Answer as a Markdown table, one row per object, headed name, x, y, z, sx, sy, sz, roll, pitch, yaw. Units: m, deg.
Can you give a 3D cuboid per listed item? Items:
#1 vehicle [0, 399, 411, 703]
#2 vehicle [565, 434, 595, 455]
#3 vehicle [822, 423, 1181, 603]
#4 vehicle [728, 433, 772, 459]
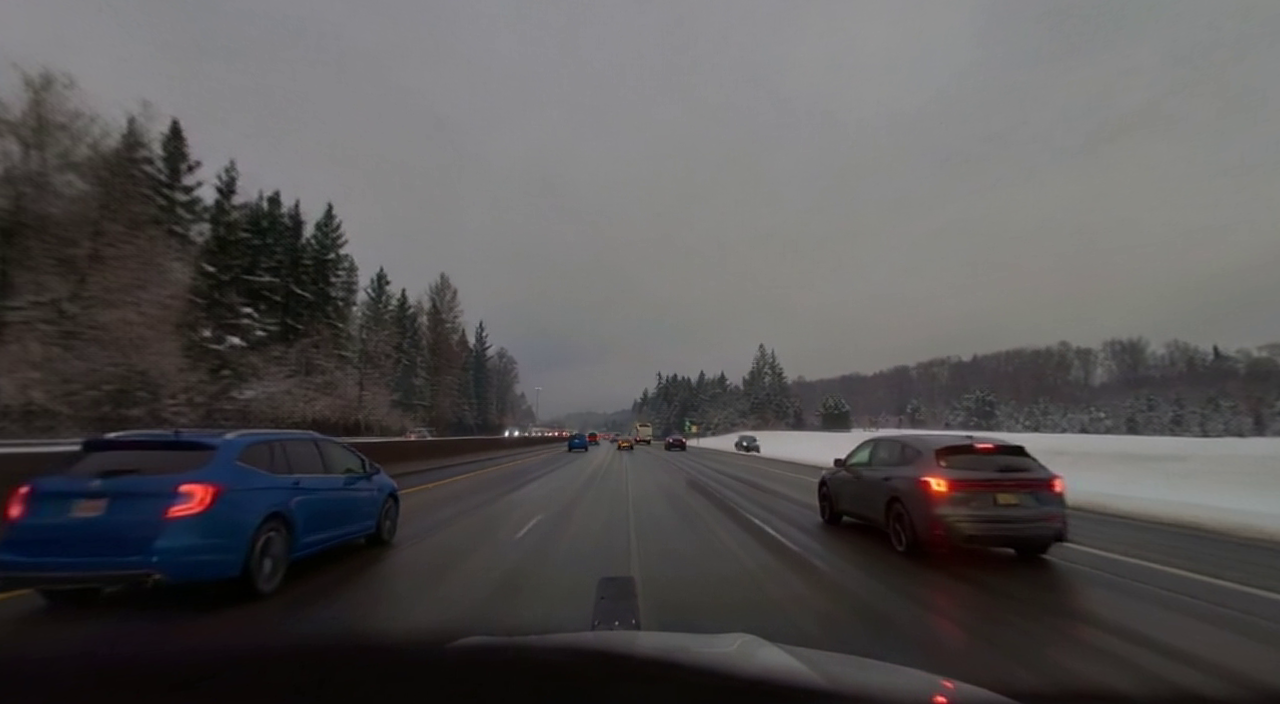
| name | x | y | z | sx | sy | sz | roll | pitch | yaw |
| --- | --- | --- | --- | --- | --- | --- | --- | --- | --- |
| vehicle | -3.907 | 1.316 | 5.438 | 2.032 | 1.535 | 4.889 | 0 | -8 | 0 |
| vehicle | -4.566 | 7.070 | 48.359 | 1.941 | 1.529 | 4.111 | 0 | -8 | -1 |
| vehicle | 3.694 | 1.653 | 7.416 | 1.883 | 1.536 | 3.792 | 0 | -8 | -1 |
| vehicle | 7.757 | 6.657 | 44.853 | 2.156 | 1.679 | 4.492 | 1 | -8 | -3 |
